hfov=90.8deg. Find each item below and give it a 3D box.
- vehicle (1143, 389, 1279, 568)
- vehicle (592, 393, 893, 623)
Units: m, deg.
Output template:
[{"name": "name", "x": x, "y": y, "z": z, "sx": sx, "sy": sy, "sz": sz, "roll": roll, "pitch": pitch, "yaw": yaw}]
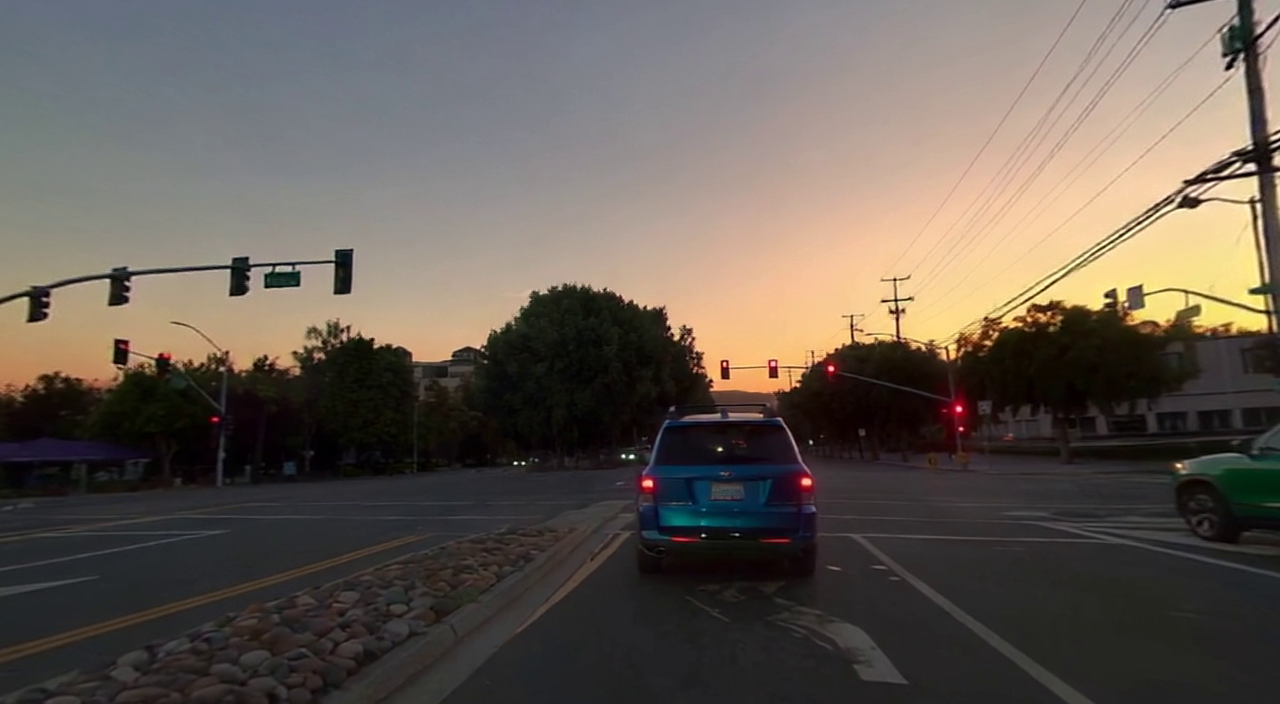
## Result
[{"name": "vehicle", "x": 7.597, "y": 1.216, "z": 5.960, "sx": 2.119, "sy": 1.827, "sz": 4.806, "roll": -1, "pitch": -9, "yaw": 7}, {"name": "vehicle", "x": 0.976, "y": 1.521, "z": 7.081, "sx": 2.285, "sy": 1.729, "sz": 4.252, "roll": -1, "pitch": -9, "yaw": 6}]
